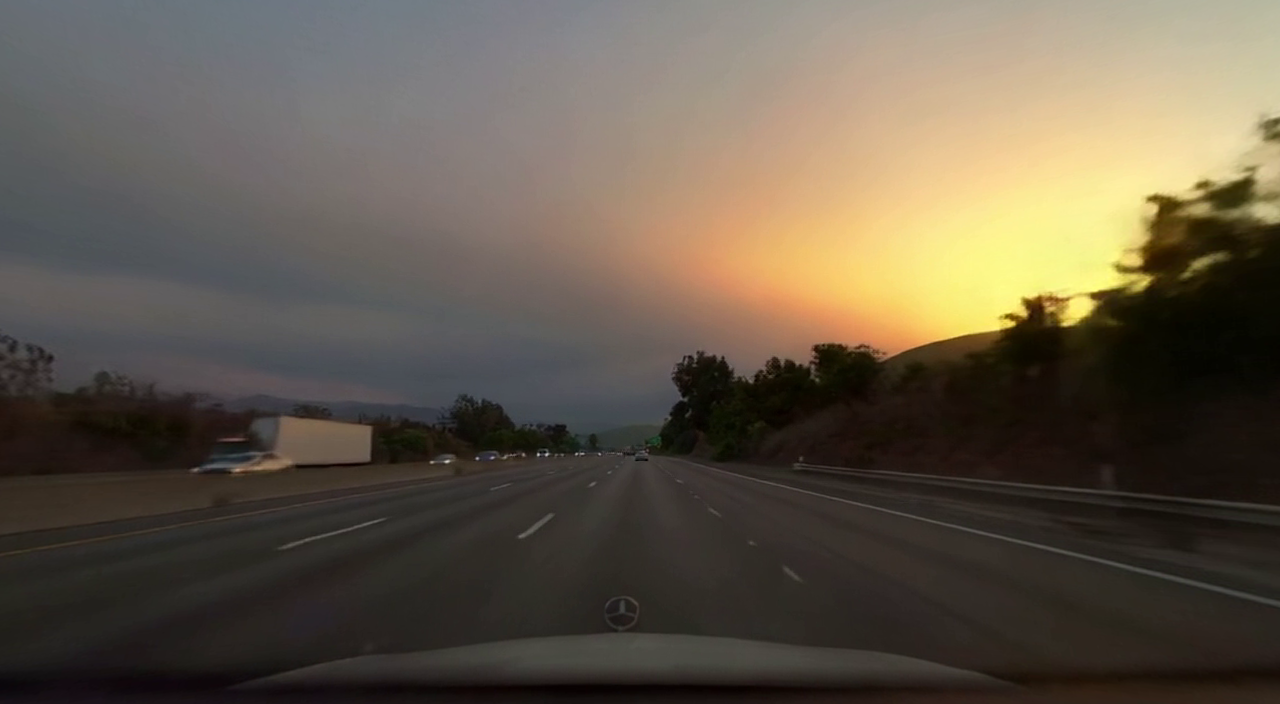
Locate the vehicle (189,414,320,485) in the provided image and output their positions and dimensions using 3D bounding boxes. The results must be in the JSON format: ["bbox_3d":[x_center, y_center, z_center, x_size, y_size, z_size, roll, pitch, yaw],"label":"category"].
[{"bbox_3d":[-23.237,5.947,38.454,2.894,3.893,7.794,0,-9,0],"label":"vehicle"}]

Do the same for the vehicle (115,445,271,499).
[{"bbox_3d":[-15.532,4.169,22.191,2.033,1.695,4.724,0,-9,0],"label":"vehicle"}]
